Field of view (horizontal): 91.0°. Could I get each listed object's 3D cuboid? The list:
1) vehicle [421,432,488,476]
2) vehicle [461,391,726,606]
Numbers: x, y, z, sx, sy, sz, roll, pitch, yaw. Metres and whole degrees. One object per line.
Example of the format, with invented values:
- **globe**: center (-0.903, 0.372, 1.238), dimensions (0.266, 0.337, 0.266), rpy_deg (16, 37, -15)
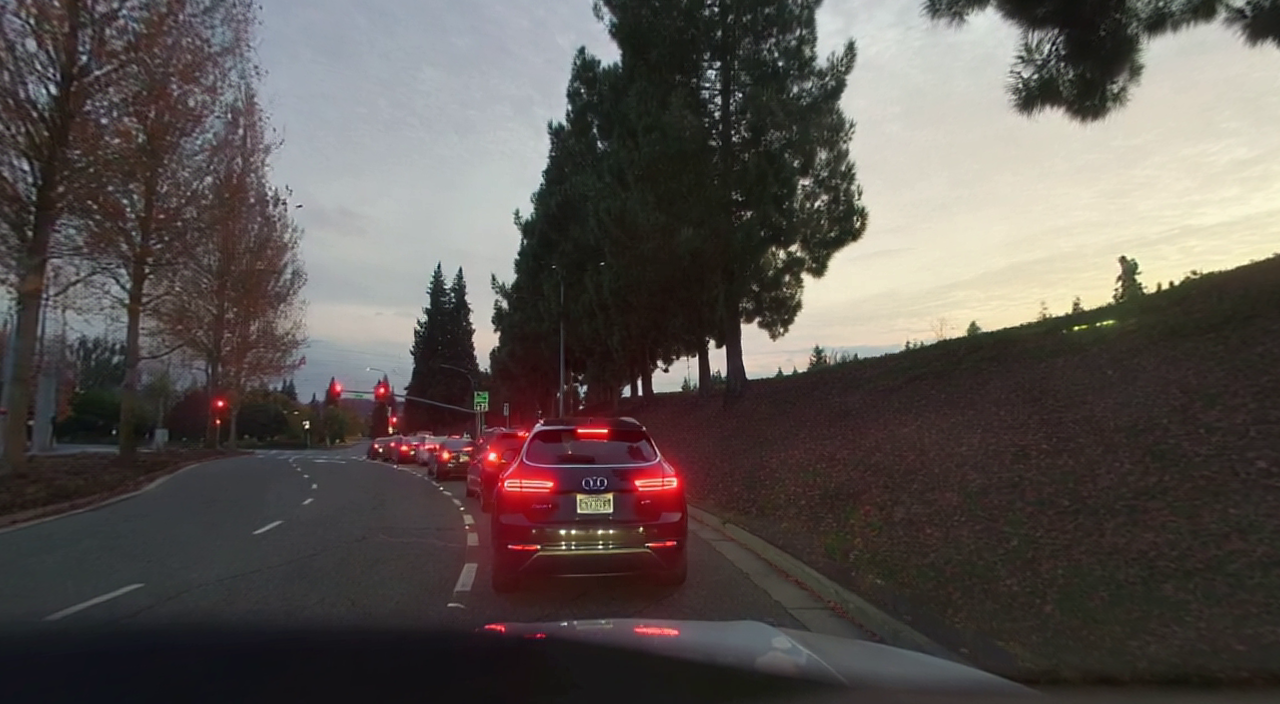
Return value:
- **vehicle**: center (-7.295, 3.924, 24.490), dimensions (1.902, 1.536, 3.662), rpy_deg (4, -9, -25)
- **vehicle**: center (-0.683, 1.459, 7.197), dimensions (2.134, 1.671, 4.147), rpy_deg (1, -8, -10)
